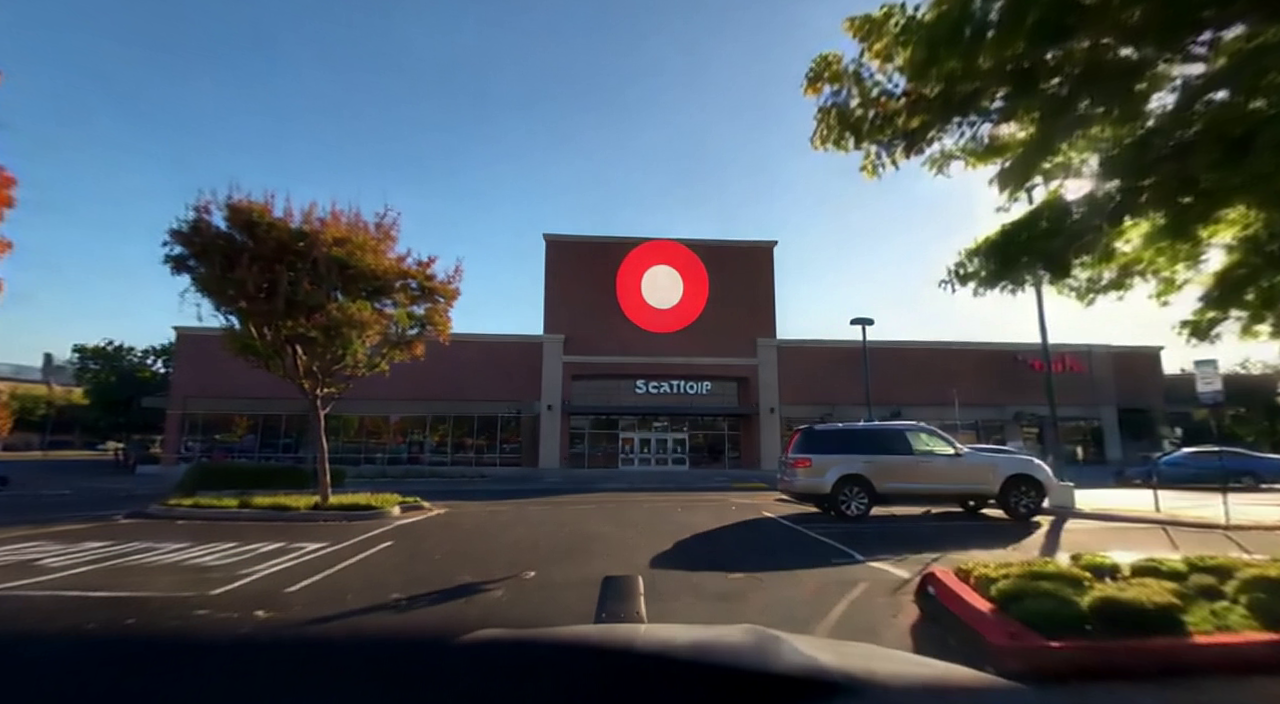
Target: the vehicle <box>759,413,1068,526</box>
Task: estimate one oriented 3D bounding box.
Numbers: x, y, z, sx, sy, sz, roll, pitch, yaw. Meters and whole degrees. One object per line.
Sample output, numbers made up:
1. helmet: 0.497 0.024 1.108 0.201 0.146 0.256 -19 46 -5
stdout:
1. vehicle: 5.077 2.220 12.315 4.864 1.916 2.413 1 -8 -6
